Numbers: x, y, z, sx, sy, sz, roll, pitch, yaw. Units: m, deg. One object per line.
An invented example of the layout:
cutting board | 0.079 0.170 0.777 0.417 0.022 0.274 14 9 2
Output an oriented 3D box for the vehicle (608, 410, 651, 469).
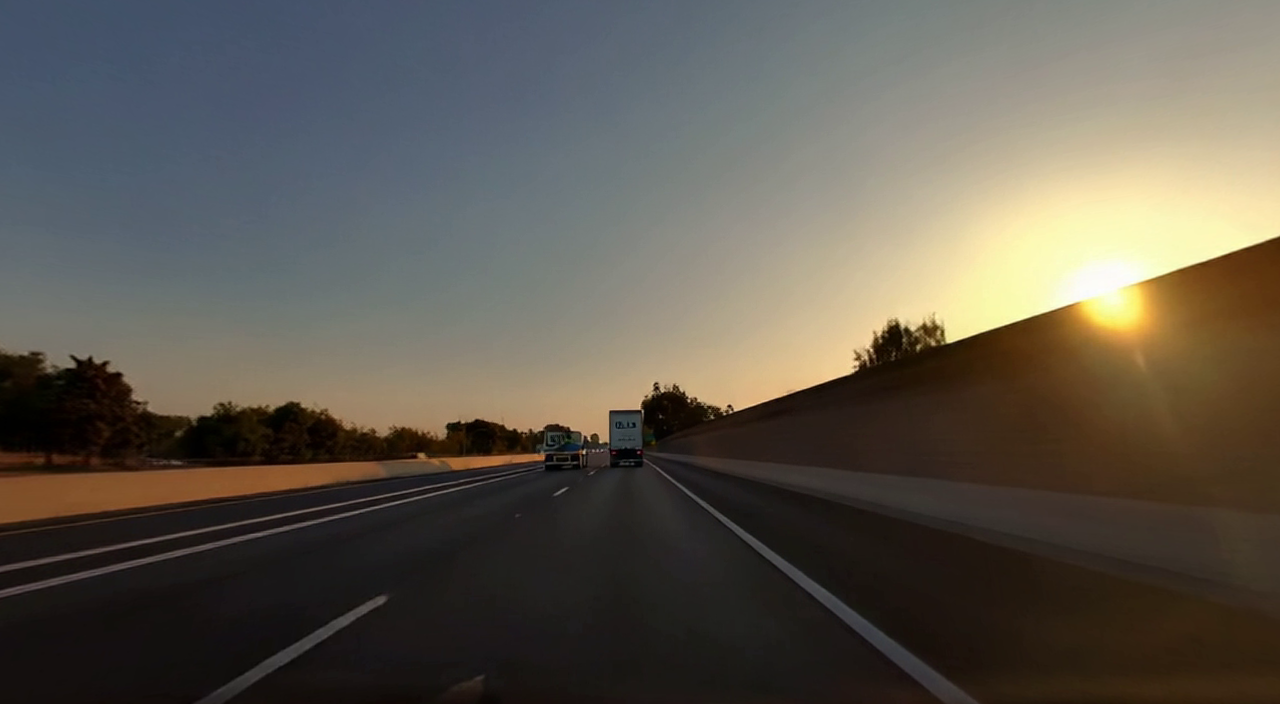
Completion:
vehicle | -0.830 6.774 48.201 2.923 4.007 9.760 0 -9 -1

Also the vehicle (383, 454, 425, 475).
vehicle | -18.147 8.655 48.550 1.756 1.446 3.768 0 -9 0

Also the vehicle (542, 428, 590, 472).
vehicle | -4.812 6.473 41.642 2.529 2.697 5.935 0 -9 -1
